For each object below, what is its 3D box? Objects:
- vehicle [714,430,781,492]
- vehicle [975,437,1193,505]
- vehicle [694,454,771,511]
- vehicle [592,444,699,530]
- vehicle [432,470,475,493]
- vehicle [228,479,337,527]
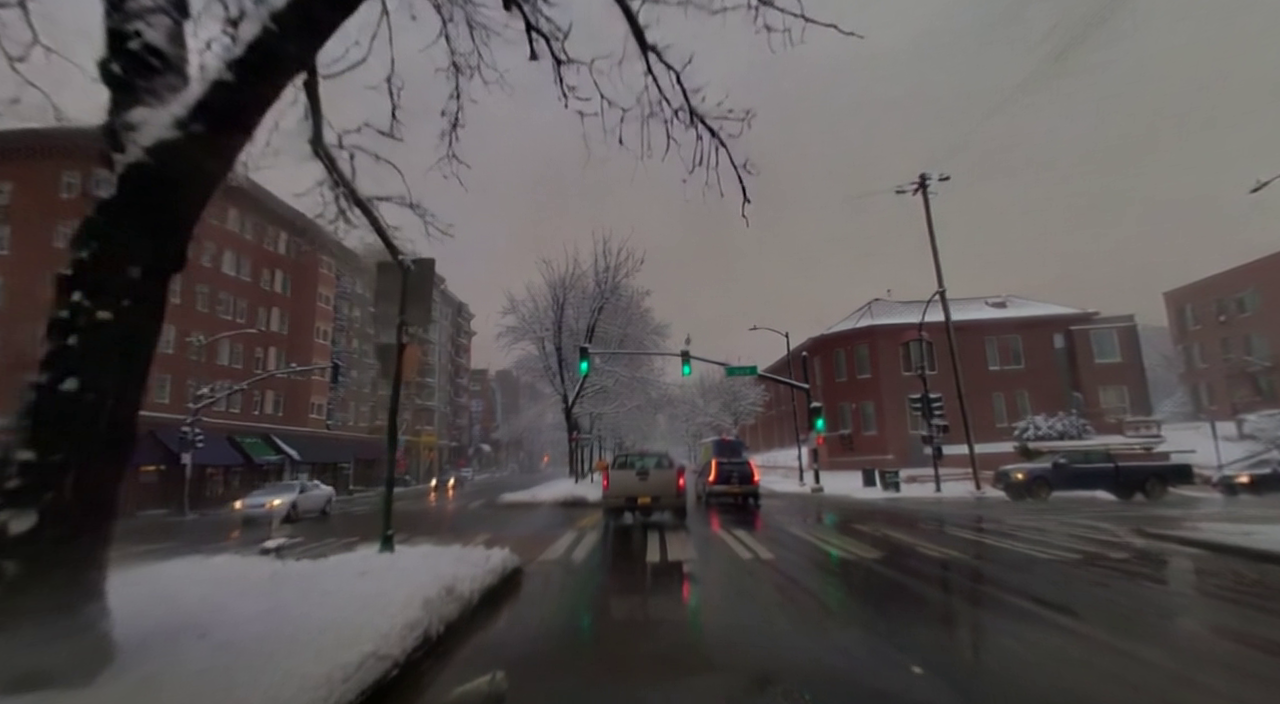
[{"bbox_3d":[6.326,6.536,38.251,2.803,3.401,6.688,0,-9,0],"label":"vehicle"},{"bbox_3d":[13.994,3.770,20.236,5.156,2.005,2.122,-1,-9,6],"label":"vehicle"},{"bbox_3d":[3.129,4.496,22.153,1.939,1.746,4.091,0,-9,-2],"label":"vehicle"},{"bbox_3d":[0.093,3.128,15.186,2.209,1.748,4.130,0,-9,-1],"label":"vehicle"},{"bbox_3d":[-14.435,10.053,49.051,2.043,1.526,4.617,0,-9,-1],"label":"vehicle"},{"bbox_3d":[-14.192,5.992,25.375,1.856,1.521,4.309,0,-9,0],"label":"vehicle"}]
